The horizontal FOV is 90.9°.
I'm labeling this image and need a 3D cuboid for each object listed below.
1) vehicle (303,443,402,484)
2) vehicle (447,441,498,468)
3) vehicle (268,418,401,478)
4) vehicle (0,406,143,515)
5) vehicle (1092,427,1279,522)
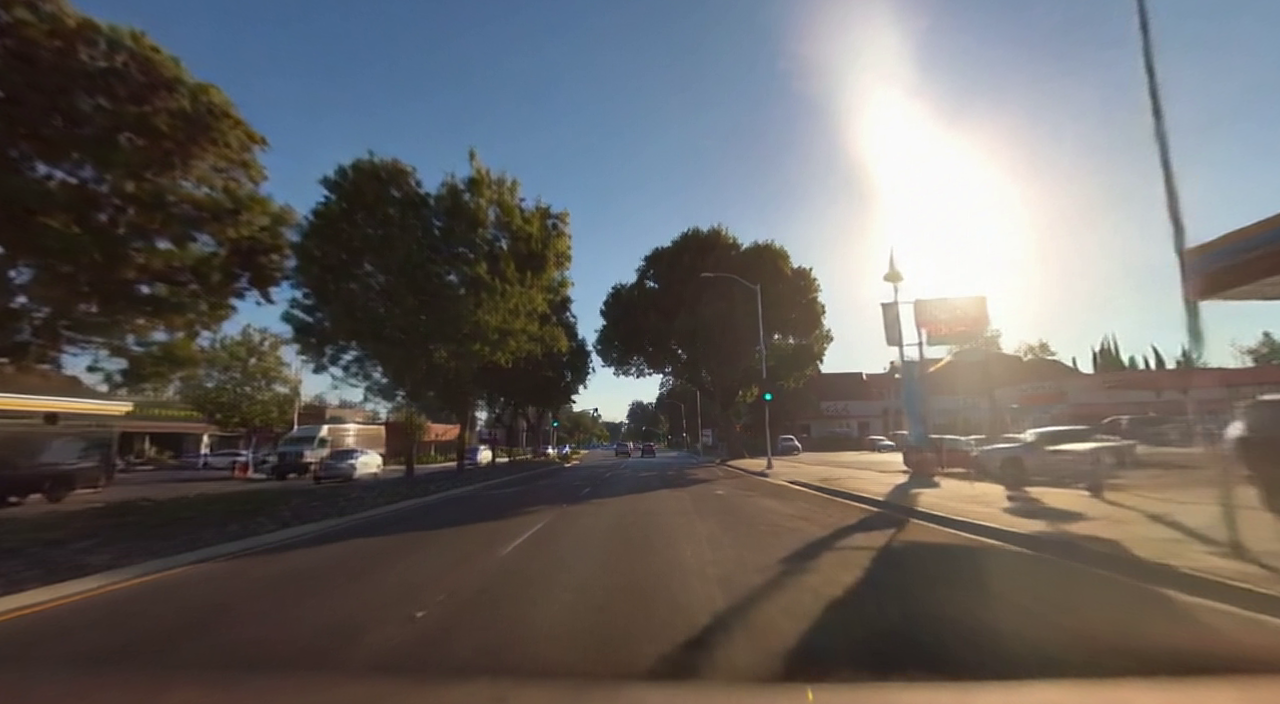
[{"bbox_3d":[-11.416,4.453,25.433,1.860,1.495,4.409,0,-9,1],"label":"vehicle"},{"bbox_3d":[-11.033,6.767,41.874,2.078,1.656,4.624,0,-9,1],"label":"vehicle"},{"bbox_3d":[-18.849,6.093,40.024,2.958,3.304,10.523,0,-9,1],"label":"vehicle"},{"bbox_3d":[-18.993,3.157,18.401,2.837,2.953,7.214,0,-9,2],"label":"vehicle"},{"bbox_3d":[11.345,2.190,11.748,4.274,1.487,1.918,-2,-8,1],"label":"vehicle"}]
